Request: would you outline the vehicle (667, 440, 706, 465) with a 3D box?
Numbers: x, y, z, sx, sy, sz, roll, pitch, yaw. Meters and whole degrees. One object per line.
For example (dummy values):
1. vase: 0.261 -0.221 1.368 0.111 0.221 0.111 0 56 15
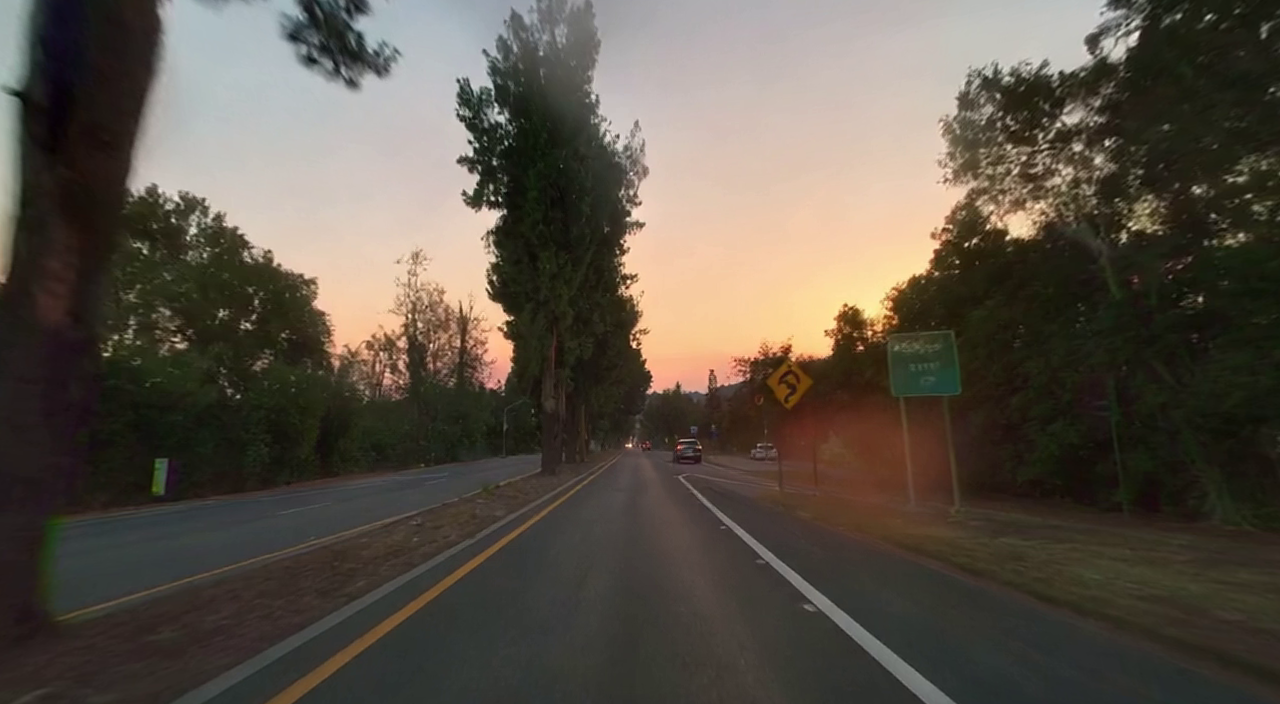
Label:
1. vehicle: 3.369 7.422 46.582 2.183 1.744 4.424 0 -9 -4
